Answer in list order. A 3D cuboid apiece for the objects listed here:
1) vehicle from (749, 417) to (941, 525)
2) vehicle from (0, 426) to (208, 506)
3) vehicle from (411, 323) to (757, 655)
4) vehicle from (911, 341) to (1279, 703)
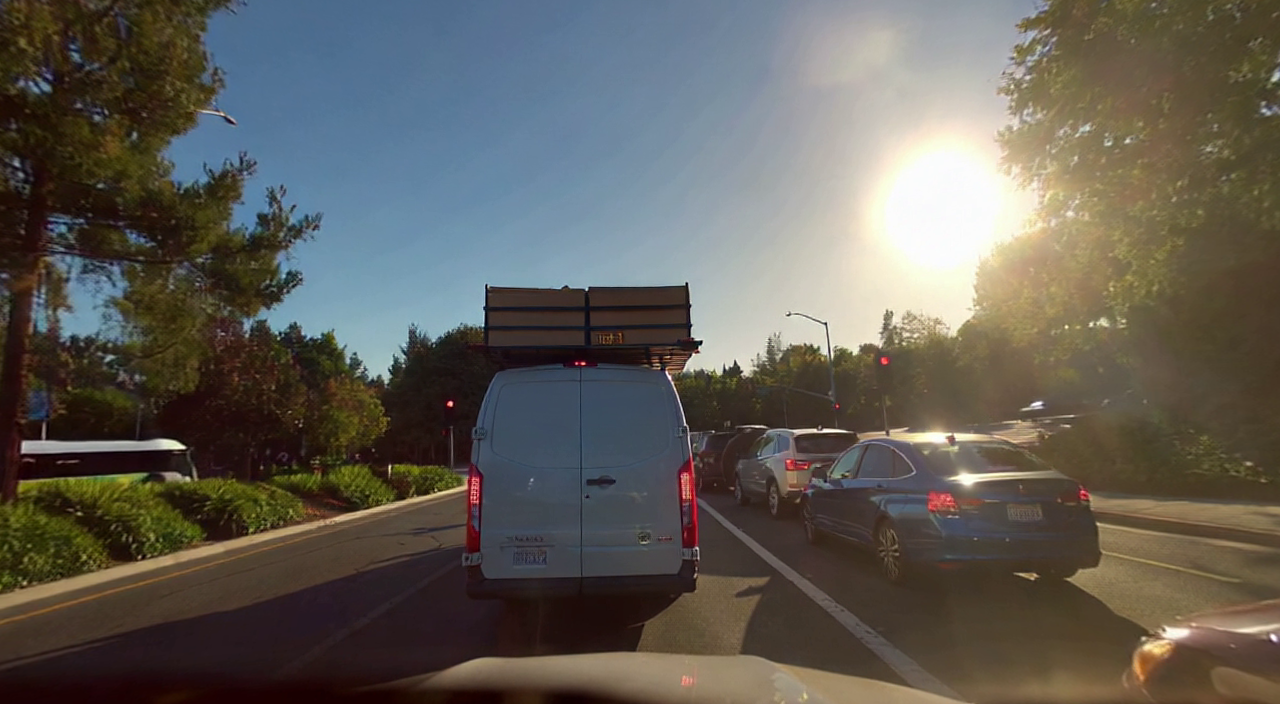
[{"bbox_3d":[3.655,2.213,12.267,2.024,1.692,4.252,1,-9,-4],"label":"vehicle"},{"bbox_3d":[-26.648,5.227,28.416,11.969,3.012,2.786,-3,-8,-5],"label":"vehicle"},{"bbox_3d":[-0.361,1.162,6.200,2.145,2.089,4.309,0,-9,0],"label":"vehicle"},{"bbox_3d":[3.451,0.941,3.401,1.965,1.671,4.146,0,-9,-3],"label":"vehicle"}]
